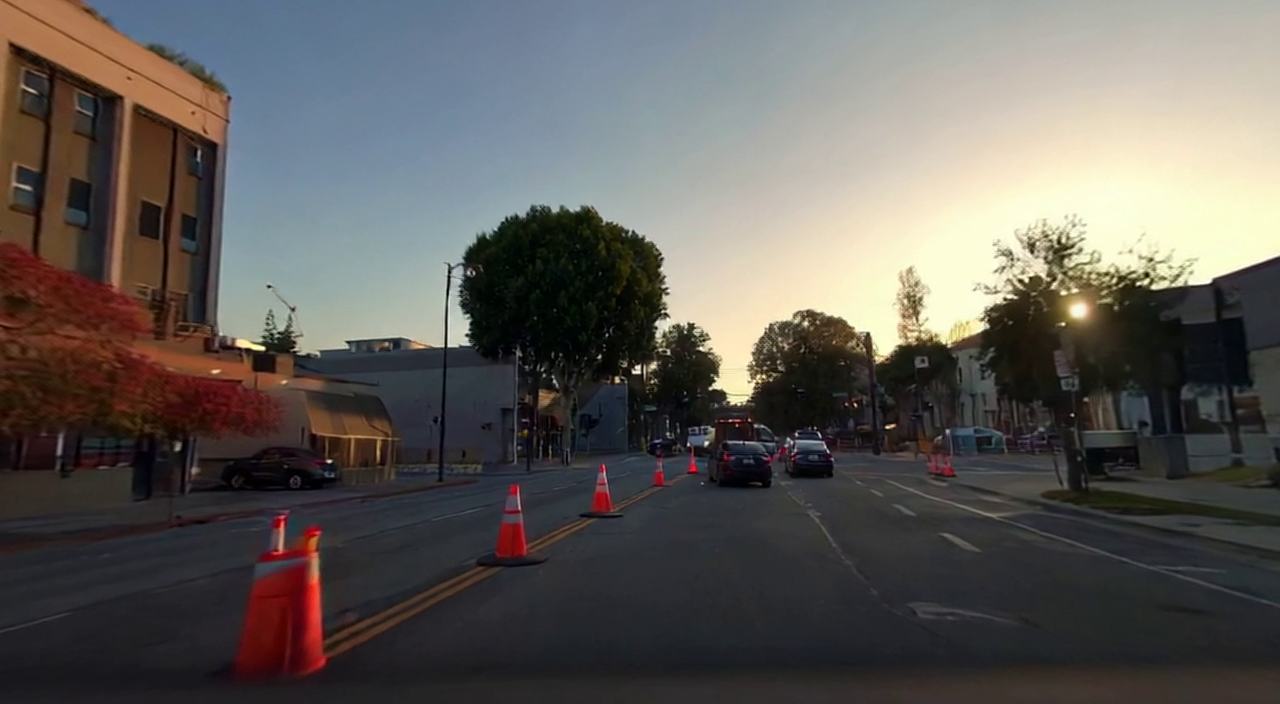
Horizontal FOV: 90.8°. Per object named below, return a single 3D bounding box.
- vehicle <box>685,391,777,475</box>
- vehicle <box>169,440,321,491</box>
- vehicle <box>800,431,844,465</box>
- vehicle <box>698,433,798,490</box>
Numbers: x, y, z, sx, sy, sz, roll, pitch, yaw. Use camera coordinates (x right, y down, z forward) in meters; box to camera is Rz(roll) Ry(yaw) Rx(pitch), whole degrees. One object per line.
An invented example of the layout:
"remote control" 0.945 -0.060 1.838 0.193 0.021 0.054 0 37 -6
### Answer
"vehicle" 4.910 4.120 31.284 2.977 3.271 12.748 -2 -9 15
"vehicle" -14.163 4.044 22.762 4.397 1.698 1.932 -2 -9 11
"vehicle" 11.074 5.794 38.282 2.110 1.942 4.376 -3 -9 21
"vehicle" 3.088 3.246 19.053 2.159 1.506 4.086 0 -8 -2
